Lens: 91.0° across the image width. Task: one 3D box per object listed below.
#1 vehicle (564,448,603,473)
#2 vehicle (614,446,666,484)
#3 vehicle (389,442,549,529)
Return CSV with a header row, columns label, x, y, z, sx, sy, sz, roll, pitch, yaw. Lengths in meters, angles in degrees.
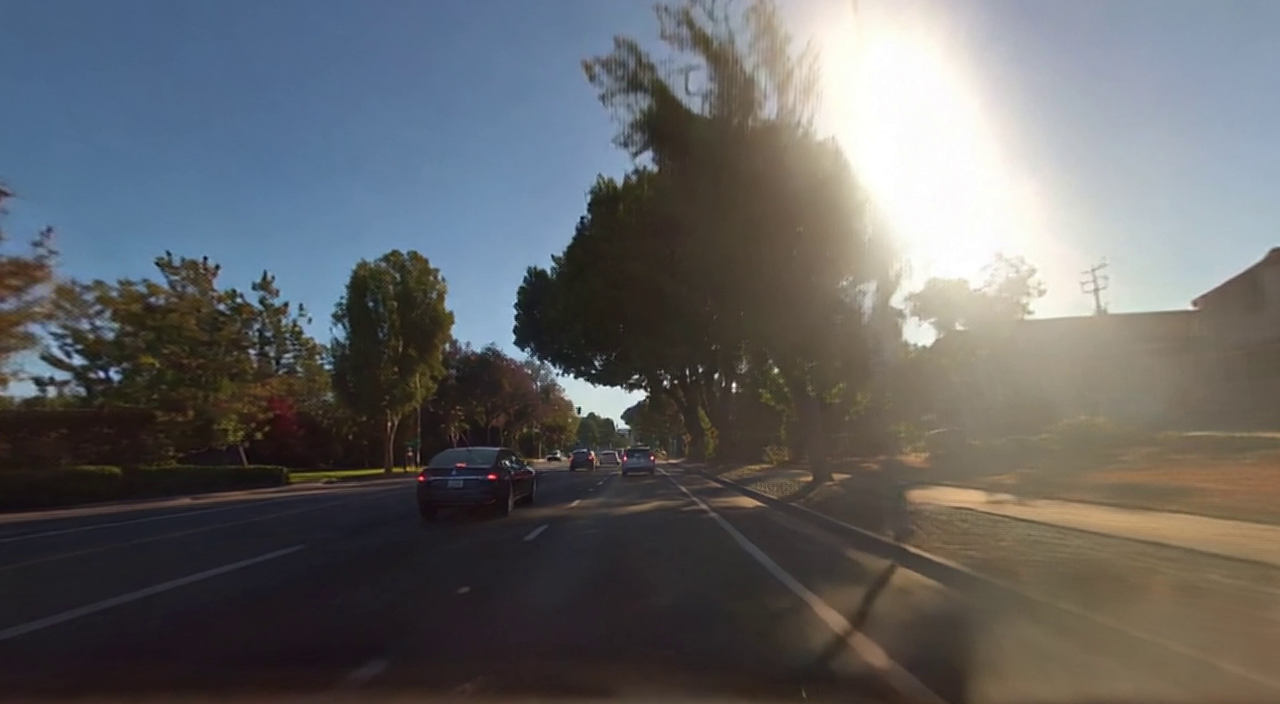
label,x,y,z,sx,sy,sz,roll,pitch,yaw
vehicle,-3.560,6.868,40.185,2.114,1.500,3.912,0,-9,0
vehicle,-0.016,4.745,26.774,2.065,1.456,4.099,0,-9,0
vehicle,-3.230,2.611,12.959,2.030,1.467,4.403,0,-9,0
